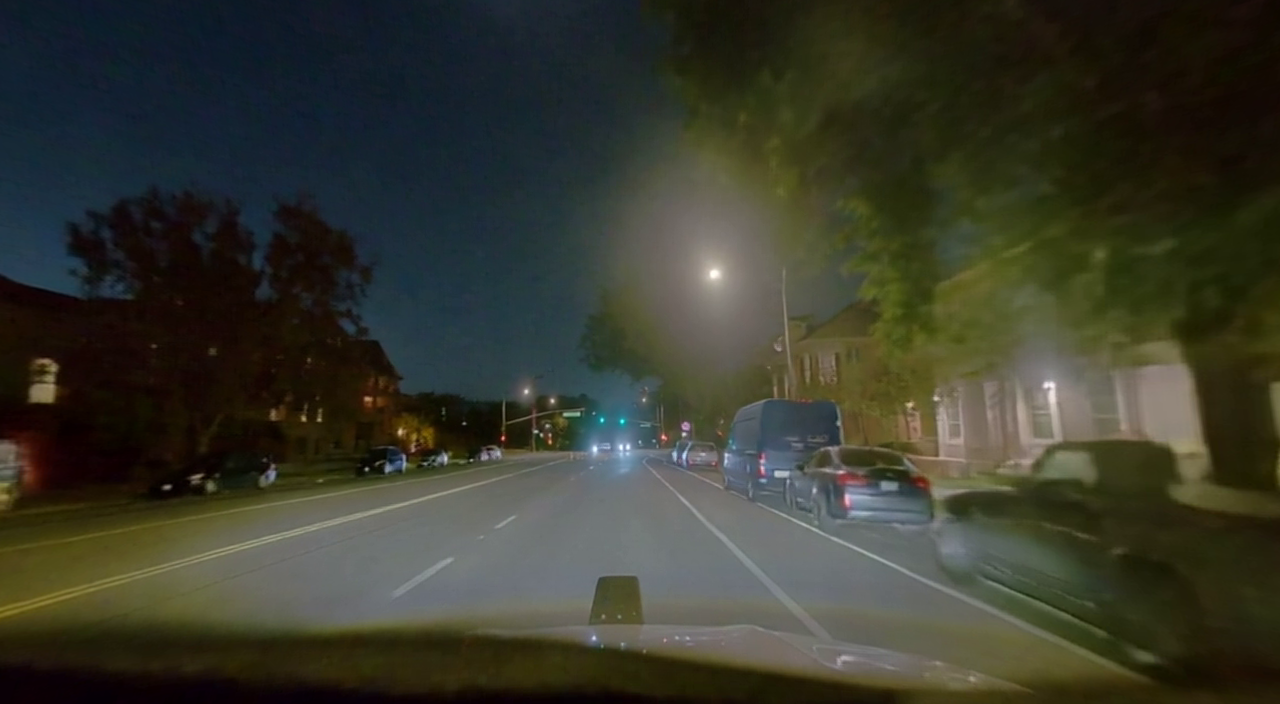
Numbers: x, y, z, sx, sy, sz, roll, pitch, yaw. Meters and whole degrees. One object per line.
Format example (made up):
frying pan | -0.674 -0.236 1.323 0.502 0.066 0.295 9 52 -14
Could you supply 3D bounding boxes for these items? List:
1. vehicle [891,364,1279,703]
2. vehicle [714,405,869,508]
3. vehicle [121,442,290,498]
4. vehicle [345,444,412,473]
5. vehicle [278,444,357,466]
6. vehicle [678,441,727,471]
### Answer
vehicle | 3.963 1.192 4.787 2.067 1.706 4.506 0 -9 -3
vehicle | 3.527 2.624 16.173 2.521 2.168 5.478 0 -9 -1
vehicle | -14.382 3.909 21.423 2.045 1.636 5.214 0 -9 0
vehicle | -14.889 6.092 36.269 1.923 1.535 4.862 0 -9 -2
vehicle | -23.161 7.415 45.525 4.599 1.433 1.863 1 -9 -3
vehicle | 3.227 5.499 33.602 1.956 1.468 4.524 0 -9 -3
